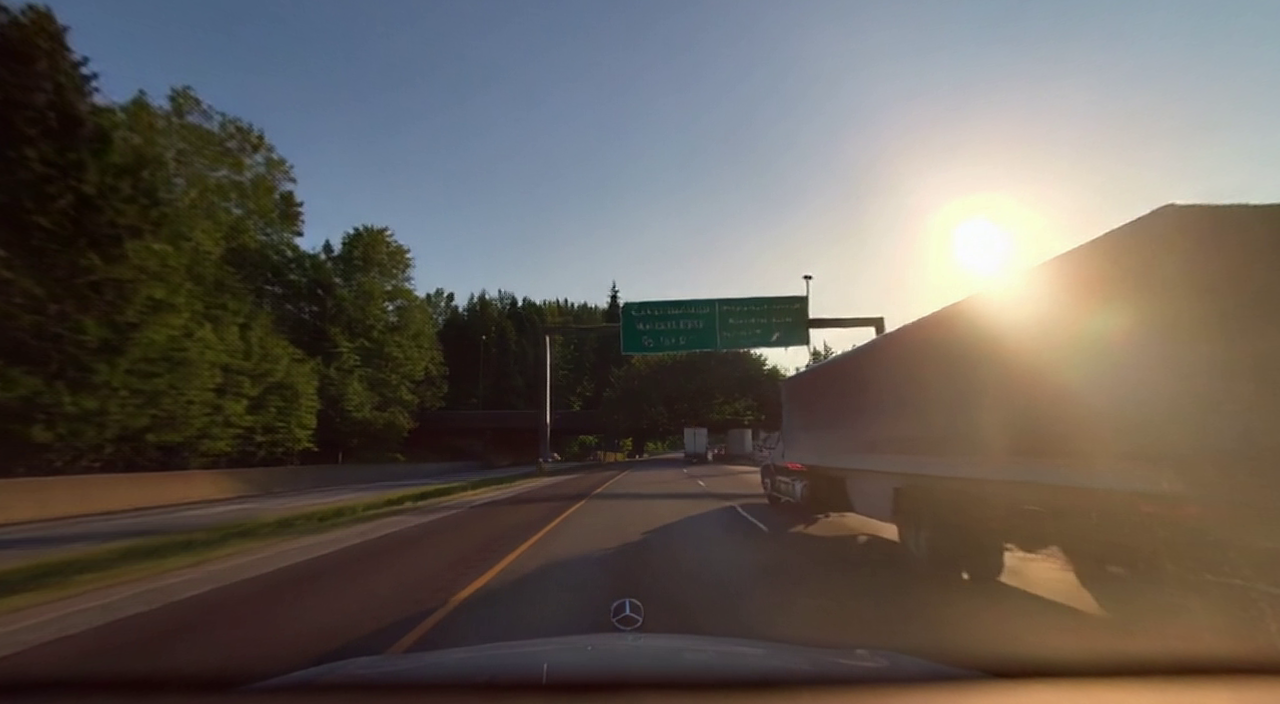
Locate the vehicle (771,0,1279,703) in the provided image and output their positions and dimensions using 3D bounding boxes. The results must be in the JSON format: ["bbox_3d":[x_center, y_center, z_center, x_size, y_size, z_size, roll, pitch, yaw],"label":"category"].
[{"bbox_3d":[4.459,0.464,7.587,2.859,3.984,14.045,0,-9,0],"label":"vehicle"}]
